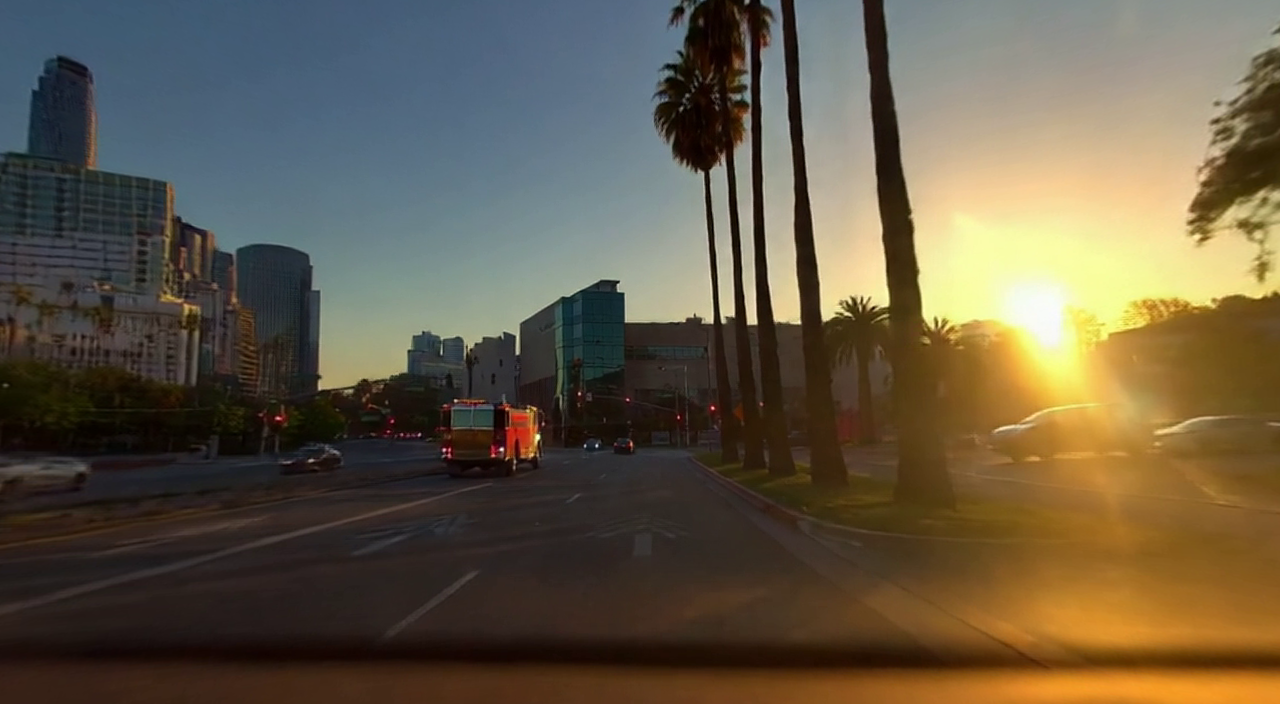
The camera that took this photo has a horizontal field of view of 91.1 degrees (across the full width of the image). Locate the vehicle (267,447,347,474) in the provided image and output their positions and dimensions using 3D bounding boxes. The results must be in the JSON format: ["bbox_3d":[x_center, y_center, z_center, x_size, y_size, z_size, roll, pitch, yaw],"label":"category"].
[{"bbox_3d":[-21.181,6.924,40.214,2.052,1.594,5.203,-1,-9,3],"label":"vehicle"}]

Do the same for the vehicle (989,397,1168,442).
[{"bbox_3d":[15.195,2.395,21.966,4.663,1.457,2.045,-1,-8,2],"label":"vehicle"}]

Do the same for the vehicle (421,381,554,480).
[{"bbox_3d":[-6.559,3.859,29.607,3.008,3.730,11.786,0,-9,1],"label":"vehicle"}]

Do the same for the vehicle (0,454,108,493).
[{"bbox_3d":[-26.148,5.197,27.274,1.919,1.496,4.613,-1,-9,2],"label":"vehicle"}]
